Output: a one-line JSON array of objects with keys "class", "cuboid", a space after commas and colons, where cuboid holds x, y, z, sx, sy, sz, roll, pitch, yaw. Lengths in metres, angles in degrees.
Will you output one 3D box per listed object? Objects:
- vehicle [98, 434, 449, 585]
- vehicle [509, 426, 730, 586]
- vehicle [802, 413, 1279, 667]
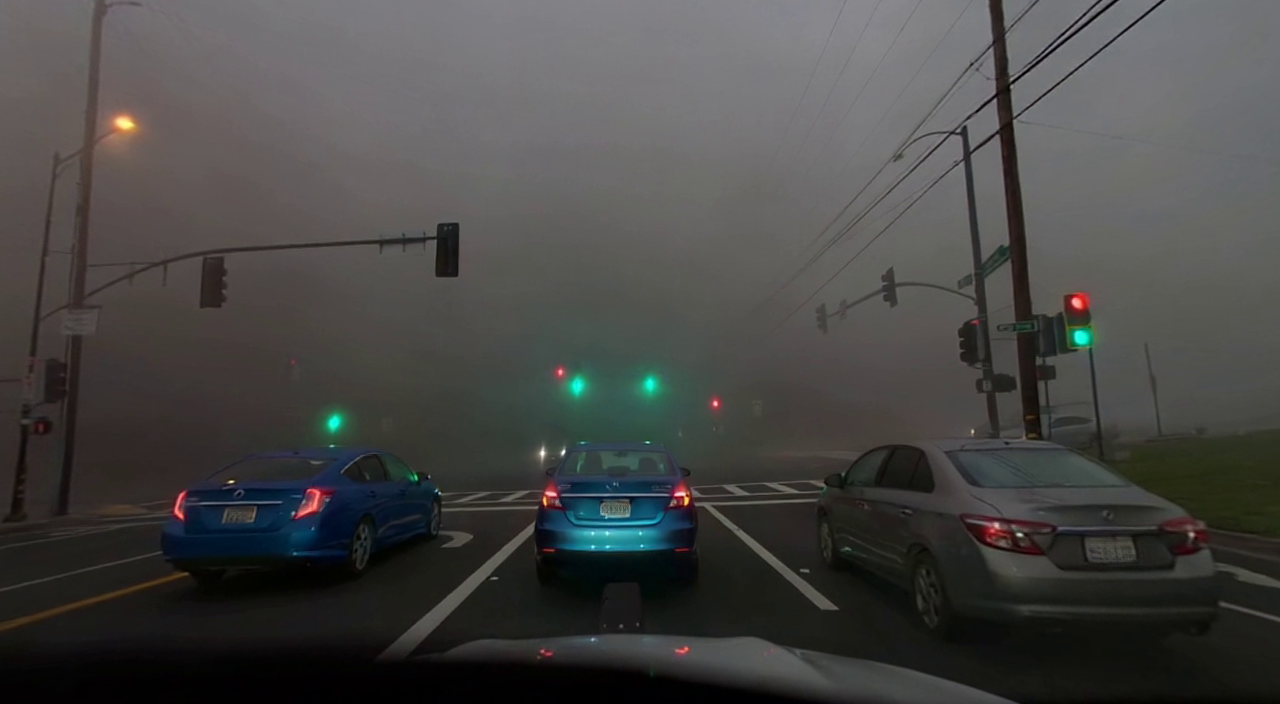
[{"class": "vehicle", "cuboid": [-4.356, 1.904, 8.572, 2.106, 1.492, 4.312, 0, -8, 1]}, {"class": "vehicle", "cuboid": [-0.224, 1.754, 8.071, 2.061, 1.485, 4.196, 0, -8, -1]}, {"class": "vehicle", "cuboid": [2.910, 1.392, 5.676, 1.860, 1.494, 3.707, 0, -8, -1]}]
